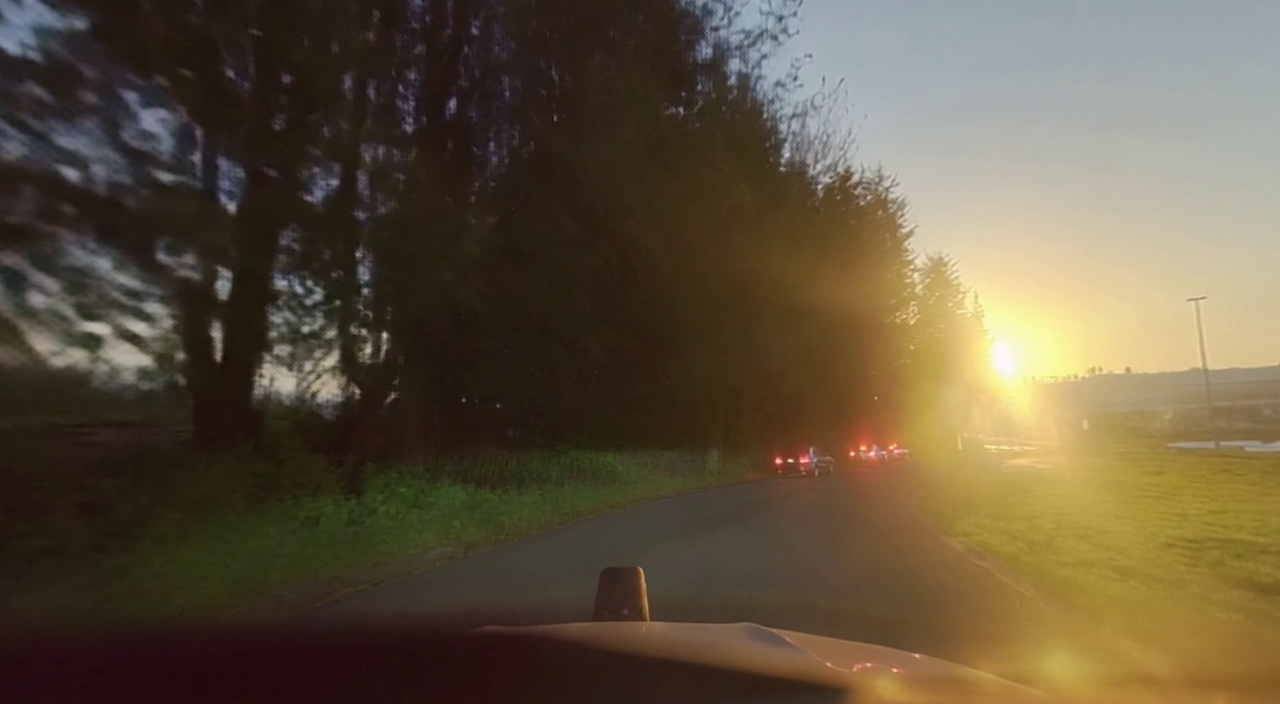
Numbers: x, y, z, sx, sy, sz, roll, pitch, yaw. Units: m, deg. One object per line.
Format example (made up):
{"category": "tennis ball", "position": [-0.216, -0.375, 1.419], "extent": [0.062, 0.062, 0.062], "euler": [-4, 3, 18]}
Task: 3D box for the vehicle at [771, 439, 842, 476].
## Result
{"category": "vehicle", "position": [8.998, 5.624, 33.698], "extent": [1.988, 1.789, 4.257], "euler": [-6, -11, 40]}
